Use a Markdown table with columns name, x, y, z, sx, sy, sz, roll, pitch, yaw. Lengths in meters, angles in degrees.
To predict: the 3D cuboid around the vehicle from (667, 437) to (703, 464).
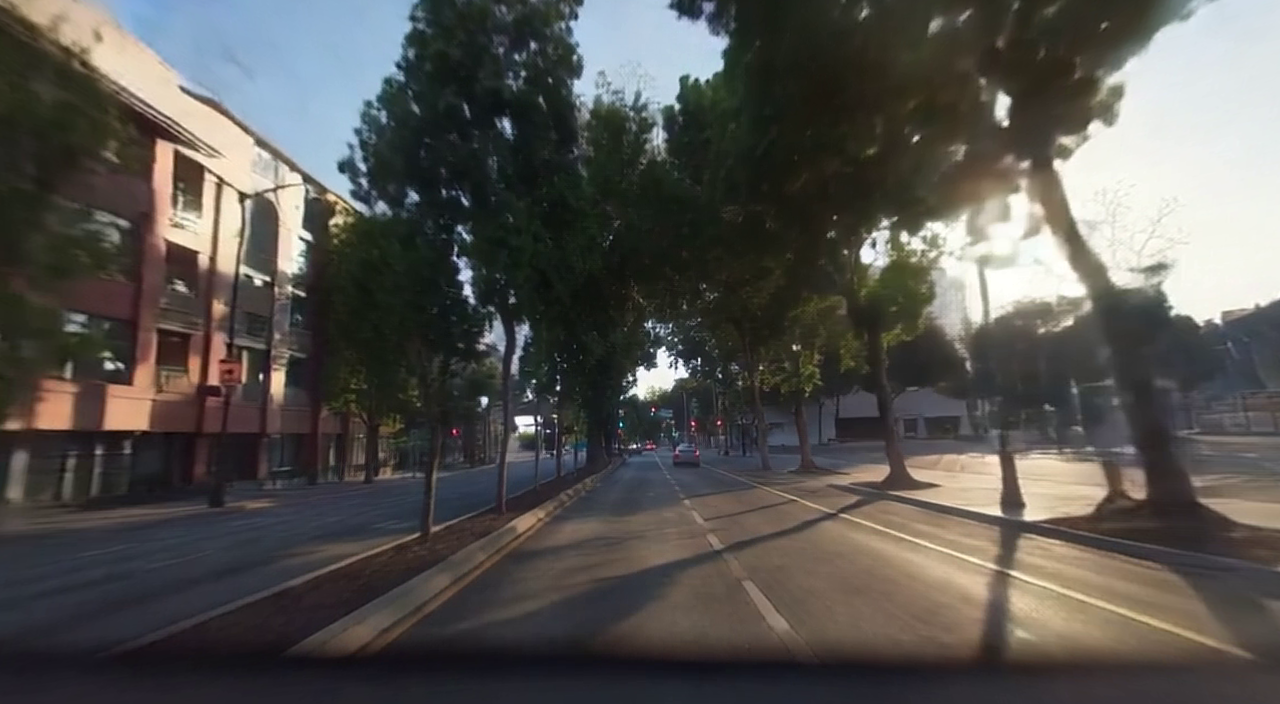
| name | x | y | z | sx | sy | sz | roll | pitch | yaw |
| --- | --- | --- | --- | --- | --- | --- | --- | --- | --- |
| vehicle | 3.055 | 6.832 | 43.721 | 2.129 | 1.719 | 4.205 | 0 | -9 | 0 |
